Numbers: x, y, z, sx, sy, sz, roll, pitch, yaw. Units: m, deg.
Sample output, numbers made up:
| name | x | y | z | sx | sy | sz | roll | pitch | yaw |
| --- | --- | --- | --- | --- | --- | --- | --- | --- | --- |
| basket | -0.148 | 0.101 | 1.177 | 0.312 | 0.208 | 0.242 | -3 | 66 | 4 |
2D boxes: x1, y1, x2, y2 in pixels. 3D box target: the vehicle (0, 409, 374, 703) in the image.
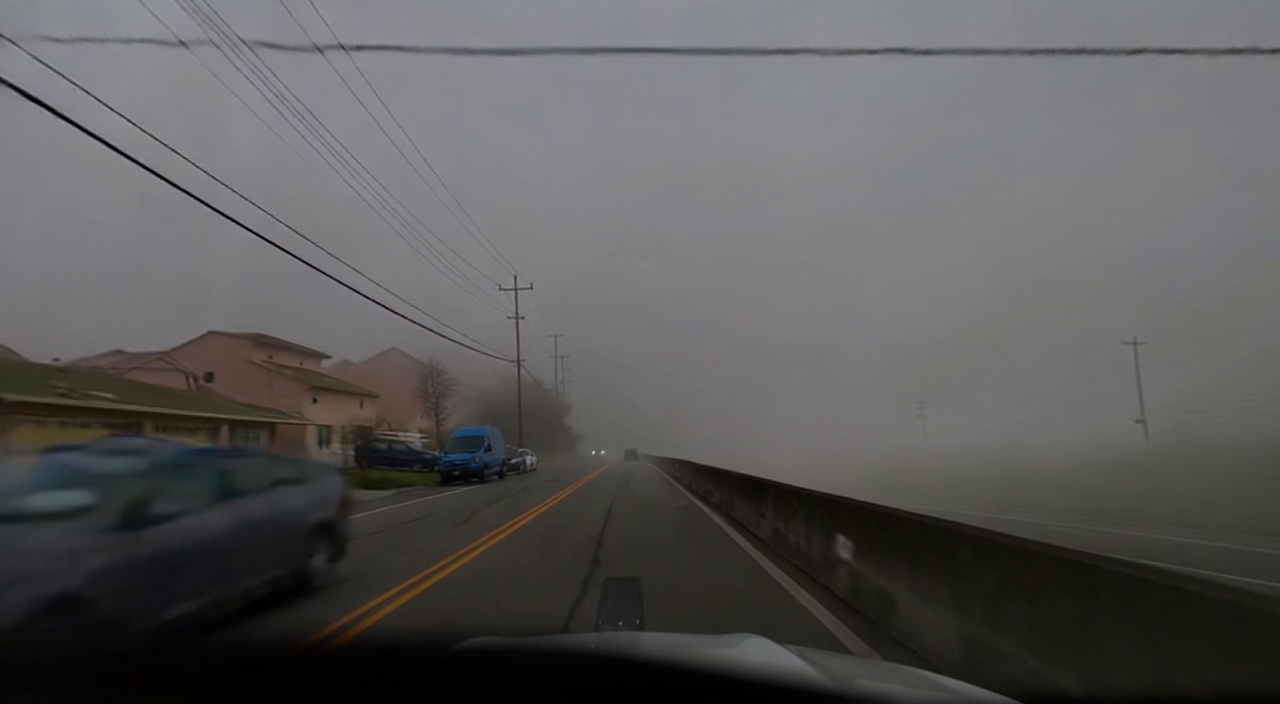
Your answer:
| name | x | y | z | sx | sy | sz | roll | pitch | yaw |
| --- | --- | --- | --- | --- | --- | --- | --- | --- | --- |
| vehicle | -3.808 | 1.322 | 4.883 | 1.796 | 1.516 | 3.871 | 0 | -9 | 0 |

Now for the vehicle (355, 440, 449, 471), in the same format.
| name | x | y | z | sx | sy | sz | roll | pitch | yaw |
| --- | --- | --- | --- | --- | --- | --- | --- | --- | --- |
| vehicle | -12.789 | 5.590 | 34.157 | 4.334 | 1.590 | 2.006 | 2 | -9 | -8 |

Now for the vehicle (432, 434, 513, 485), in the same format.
| name | x | y | z | sx | sy | sz | roll | pitch | yaw |
| --- | --- | --- | --- | --- | --- | --- | --- | --- | --- |
| vehicle | -7.642 | 4.963 | 29.509 | 2.335 | 2.136 | 5.328 | 0 | -9 | -1 |
